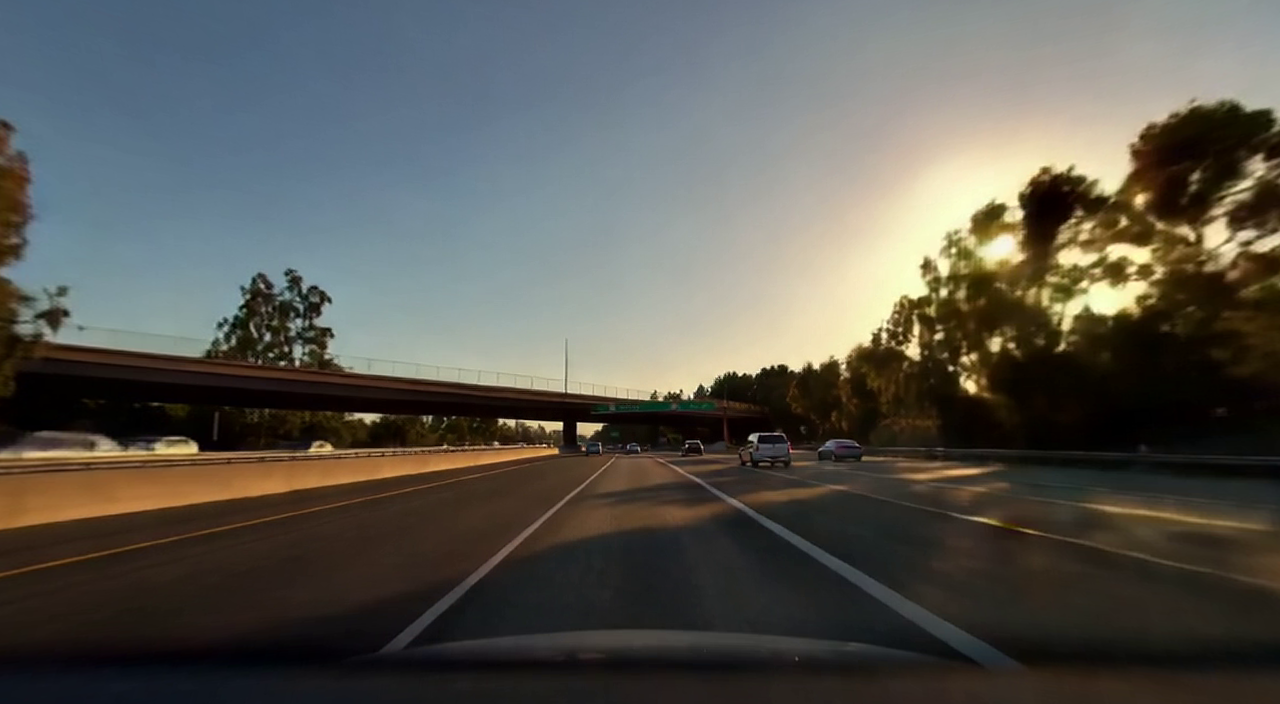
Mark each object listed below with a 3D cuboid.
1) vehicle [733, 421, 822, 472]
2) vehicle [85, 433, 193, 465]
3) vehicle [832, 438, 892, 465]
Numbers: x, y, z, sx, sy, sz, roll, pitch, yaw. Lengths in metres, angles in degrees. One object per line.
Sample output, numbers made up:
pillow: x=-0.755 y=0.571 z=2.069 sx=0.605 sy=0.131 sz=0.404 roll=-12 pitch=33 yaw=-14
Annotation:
vehicle: x=6.975 y=4.988 z=33.292 sx=2.779 sy=2.339 sz=8.073 roll=0 pitch=-8 yaw=-1
vehicle: x=-32.577 y=6.345 z=41.243 sx=2.255 sy=1.931 sz=5.864 roll=0 pitch=-8 yaw=-1
vehicle: x=13.946 y=6.275 z=39.876 sx=2.072 sy=1.611 sz=4.387 roll=0 pitch=-8 yaw=-2
